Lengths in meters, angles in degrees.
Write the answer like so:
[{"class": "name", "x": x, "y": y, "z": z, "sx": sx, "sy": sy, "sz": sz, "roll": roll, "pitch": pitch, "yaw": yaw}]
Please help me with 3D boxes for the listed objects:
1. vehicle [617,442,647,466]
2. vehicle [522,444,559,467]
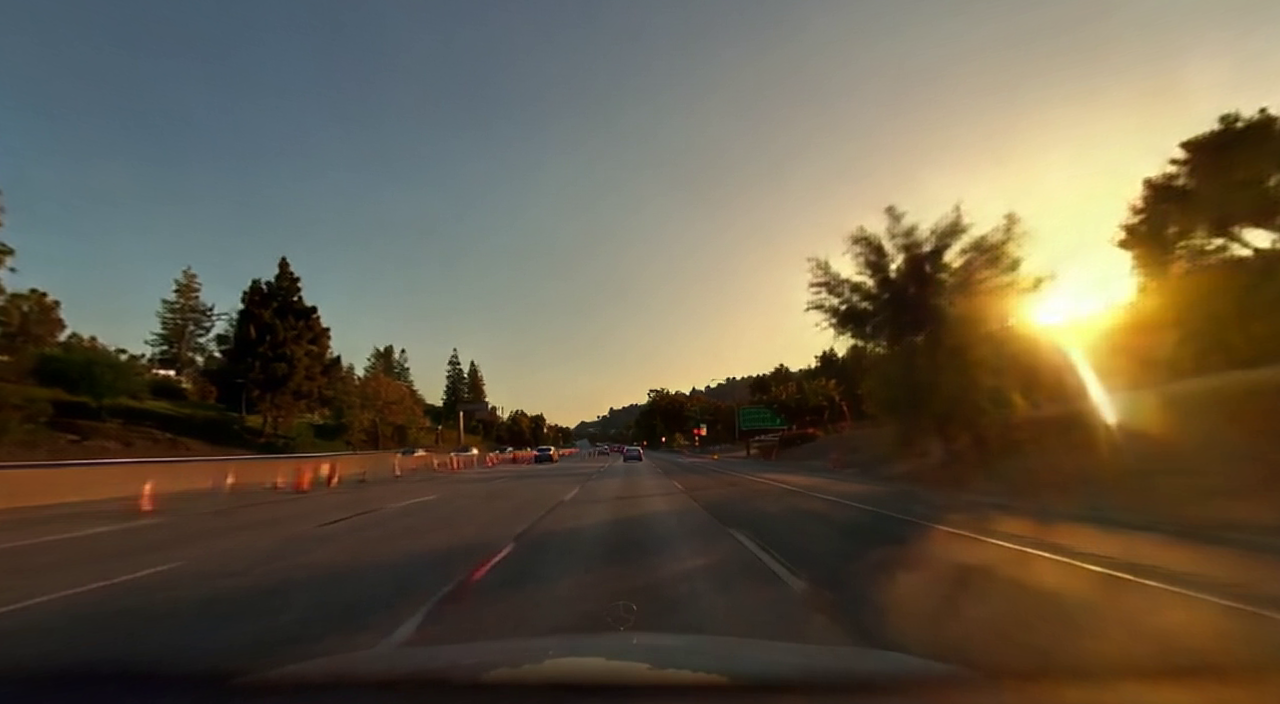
[{"class": "vehicle", "x": -0.580, "y": 7.352, "z": 45.664, "sx": 2.109, "sy": 1.638, "sz": 3.856, "roll": 0, "pitch": -9, "yaw": -1}, {"class": "vehicle", "x": -6.971, "y": 7.311, "z": 44.727, "sx": 1.997, "sy": 1.507, "sz": 4.248, "roll": 0, "pitch": -9, "yaw": 0}]
